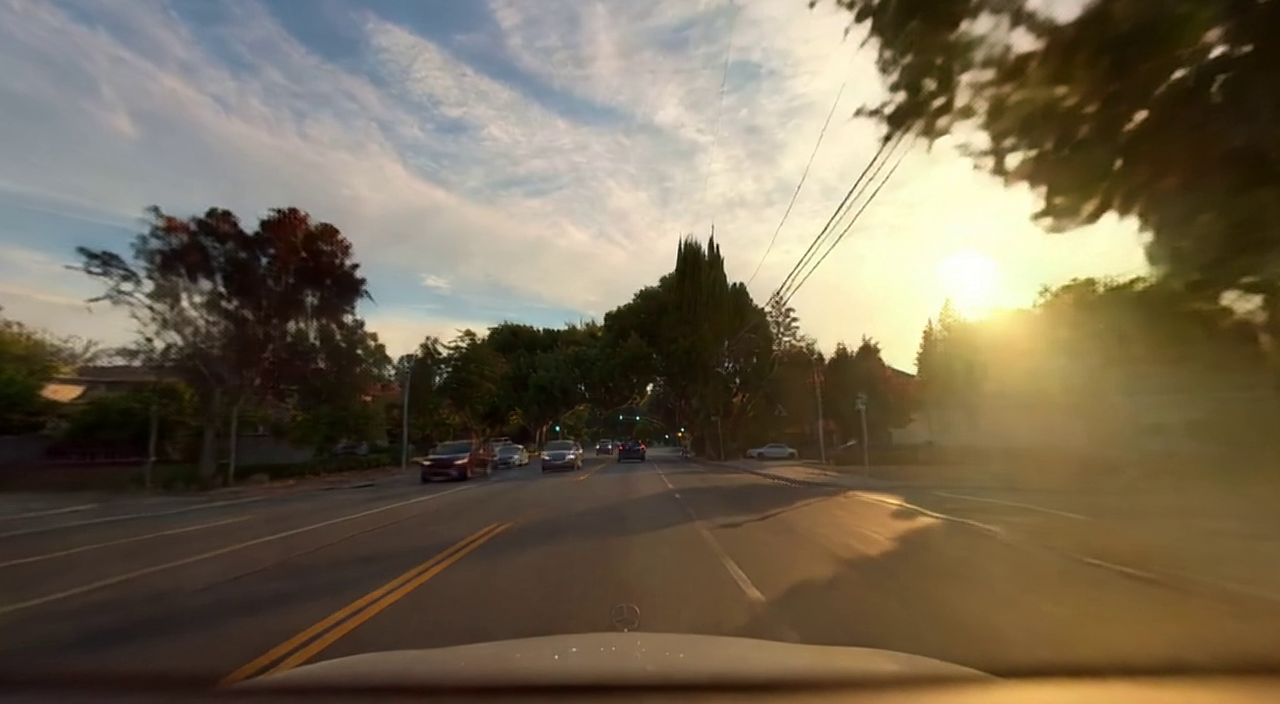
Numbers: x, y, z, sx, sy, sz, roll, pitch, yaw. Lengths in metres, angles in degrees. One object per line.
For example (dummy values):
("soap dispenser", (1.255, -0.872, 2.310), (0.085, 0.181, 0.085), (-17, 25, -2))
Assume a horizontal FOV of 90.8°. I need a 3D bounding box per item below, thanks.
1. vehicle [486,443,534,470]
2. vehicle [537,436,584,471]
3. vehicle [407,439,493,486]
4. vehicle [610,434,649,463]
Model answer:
("vehicle", (-8.039, 6.476, 39.450), (2.054, 1.528, 4.297), (-1, -9, 0))
("vehicle", (-4.230, 5.461, 34.065), (1.955, 1.723, 4.287), (0, -9, 0))
("vehicle", (-7.480, 4.368, 25.388), (2.069, 1.654, 4.458), (-1, -9, 0))
("vehicle", (-0.677, 6.735, 44.081), (2.554, 1.902, 5.329), (0, -9, 1))
